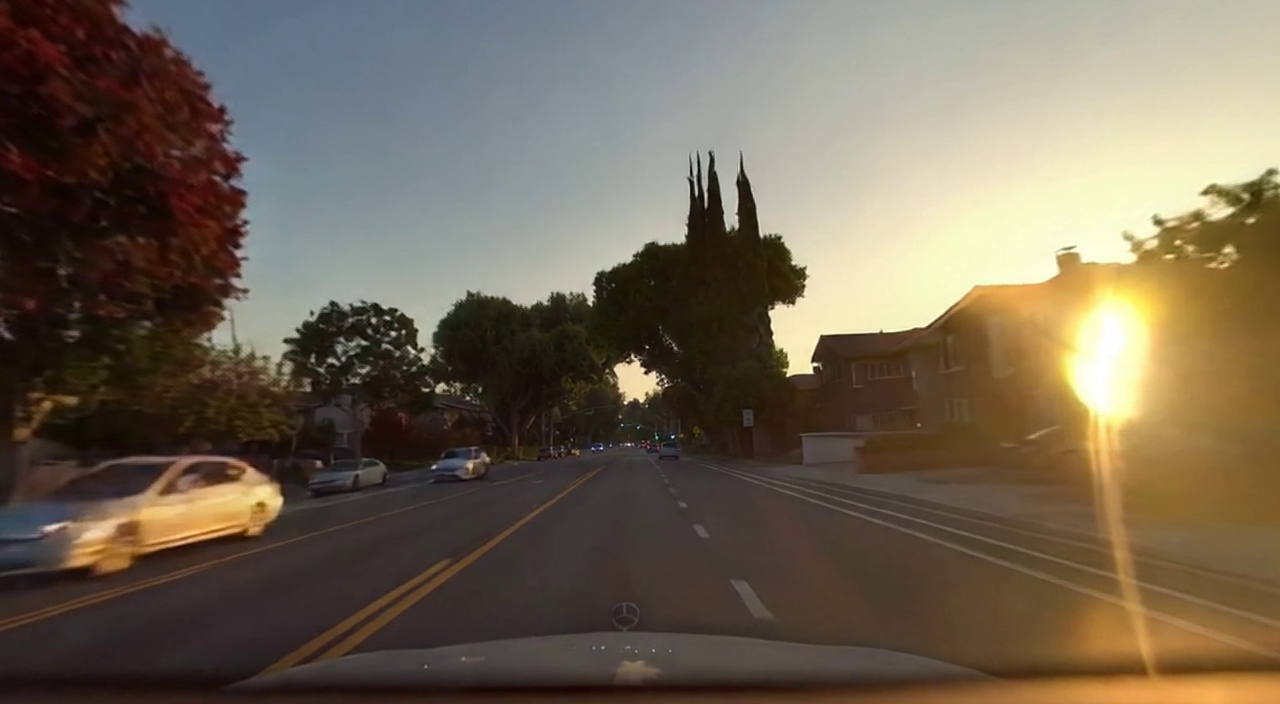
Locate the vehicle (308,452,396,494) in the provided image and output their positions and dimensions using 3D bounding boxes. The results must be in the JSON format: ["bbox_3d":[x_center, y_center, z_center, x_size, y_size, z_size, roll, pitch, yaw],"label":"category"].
[{"bbox_3d":[-12.424,5.224,27.592,1.969,1.613,4.129,-2,-9,-1],"label":"vehicle"}]

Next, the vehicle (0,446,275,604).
[{"bbox_3d":[-7.172,2.006,8.315,2.004,1.508,4.525,0,-9,0],"label":"vehicle"}]

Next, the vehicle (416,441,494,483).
[{"bbox_3d":[-8.175,4.900,28.431,2.053,1.713,4.618,0,-9,0],"label":"vehicle"}]
